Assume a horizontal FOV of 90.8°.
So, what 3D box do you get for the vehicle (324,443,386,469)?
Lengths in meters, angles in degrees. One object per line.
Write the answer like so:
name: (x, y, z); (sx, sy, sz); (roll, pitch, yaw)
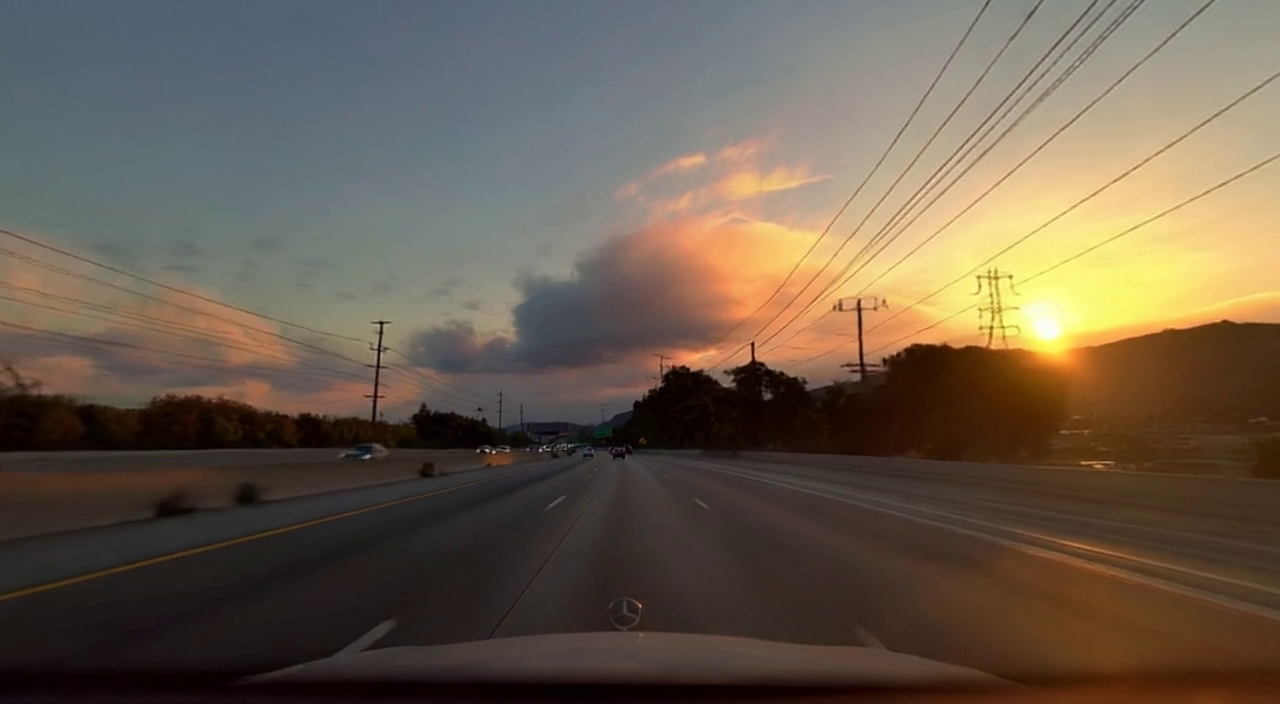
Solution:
vehicle: (-19.139, 6.996, 42.646); (2.120, 1.660, 4.524); (0, -9, -2)
